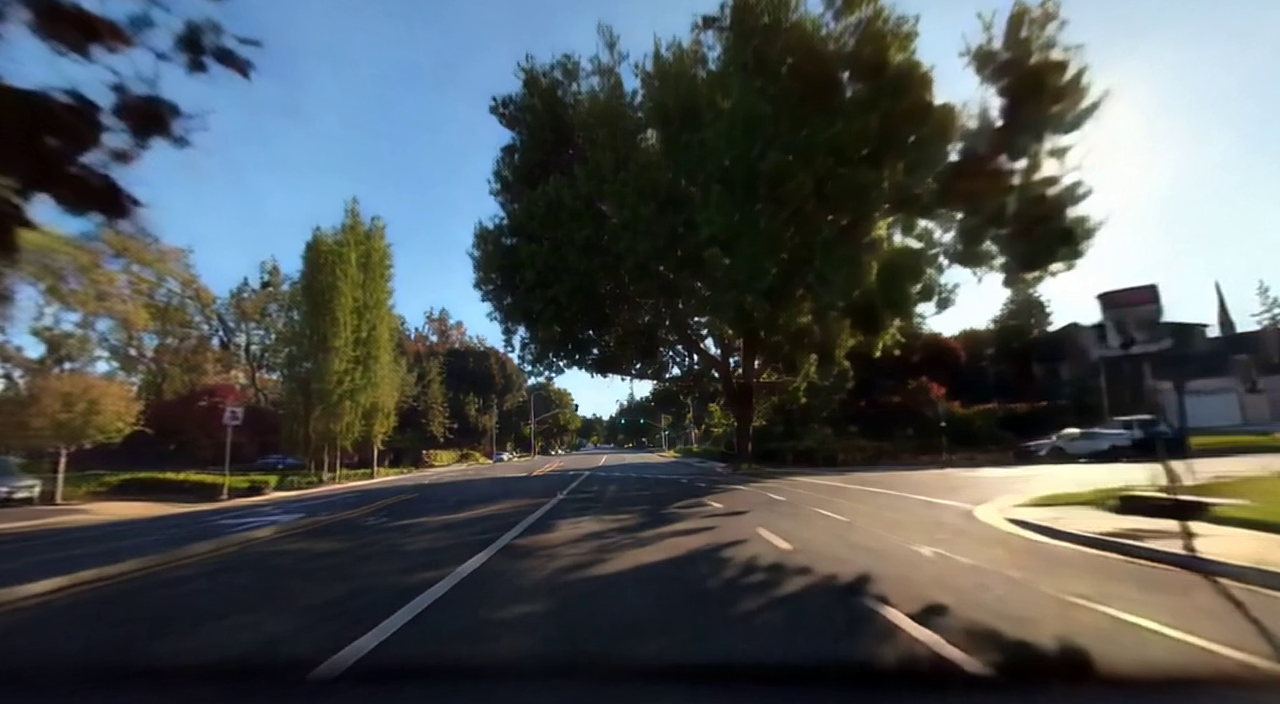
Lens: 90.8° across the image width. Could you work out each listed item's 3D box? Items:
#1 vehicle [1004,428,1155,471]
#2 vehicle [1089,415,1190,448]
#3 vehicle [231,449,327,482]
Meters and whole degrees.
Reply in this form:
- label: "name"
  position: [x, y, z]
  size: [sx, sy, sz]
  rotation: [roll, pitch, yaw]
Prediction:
- label: "vehicle"
  position: [19.368, 4.358, 28.021]
  size: [5.172, 1.468, 1.964]
  rotation: [-4, -11, -1]
- label: "vehicle"
  position: [28.523, 4.624, 36.352]
  size: [2.049, 1.739, 4.982]
  rotation: [-1, -9, 5]
- label: "vehicle"
  position: [-20.354, 6.403, 35.765]
  size: [4.171, 1.728, 2.069]
  rotation: [0, -9, 1]
